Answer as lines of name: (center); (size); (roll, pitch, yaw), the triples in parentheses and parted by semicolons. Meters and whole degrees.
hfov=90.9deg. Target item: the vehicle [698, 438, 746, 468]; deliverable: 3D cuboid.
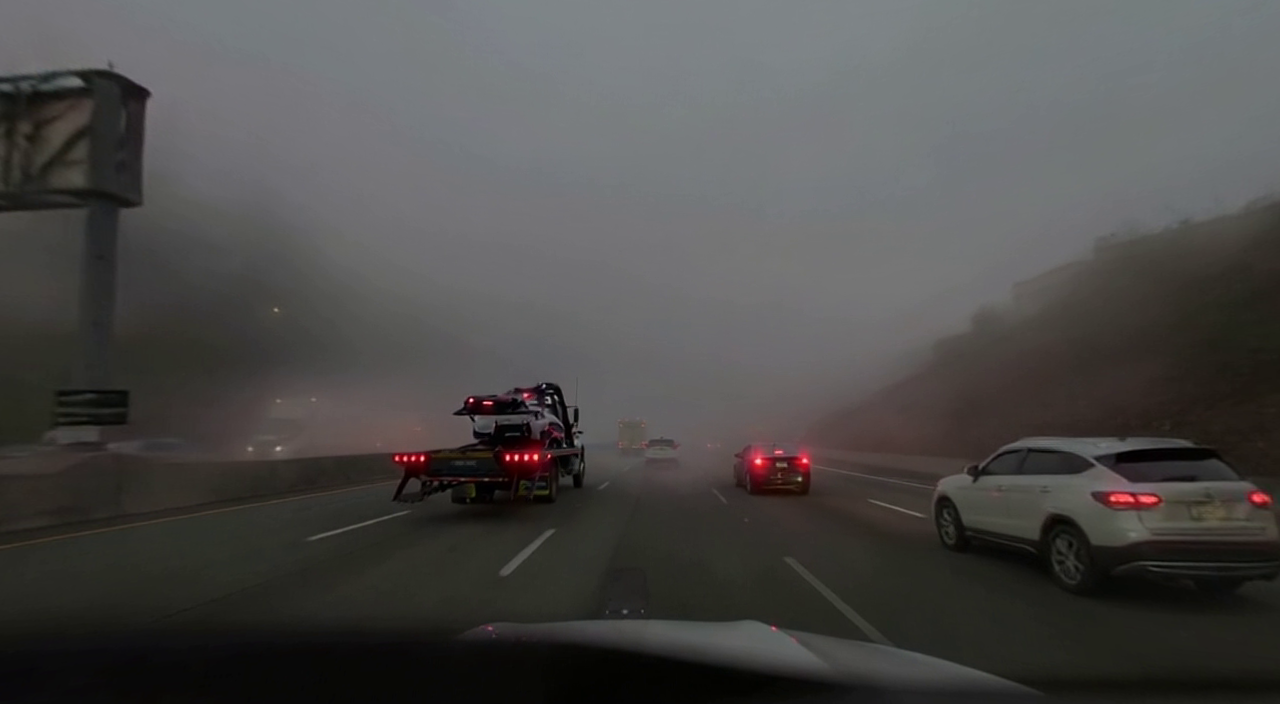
vehicle: (4.732, 5.879, 36.991); (2.075, 1.614, 4.682); (0, -8, -1)

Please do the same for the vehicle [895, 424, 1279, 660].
vehicle: (4.529, 1.528, 6.248); (2.040, 1.481, 4.260); (0, -8, -3)

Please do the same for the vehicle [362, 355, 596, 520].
vehicle: (-3.240, 2.270, 16.506); (3.162, 2.955, 10.282); (0, -8, 2)

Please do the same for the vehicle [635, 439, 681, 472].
vehicle: (0.863, 4.946, 30.367); (2.079, 1.499, 3.915); (0, -8, 1)

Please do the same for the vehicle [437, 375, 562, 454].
vehicle: (-3.257, 1.660, 15.696); (1.893, 1.674, 4.766); (0, -8, 2)

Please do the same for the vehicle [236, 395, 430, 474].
vehicle: (-16.086, 4.700, 35.268); (3.195, 3.540, 13.835); (-1, -8, 4)

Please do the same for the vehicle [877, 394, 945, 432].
vehicle: (19.750, 4.532, 46.281); (2.433, 2.488, 4.939); (1, -8, -5)

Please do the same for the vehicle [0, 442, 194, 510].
vehicle: (-13.386, 2.988, 15.709); (1.824, 1.475, 3.671); (0, -8, 0)

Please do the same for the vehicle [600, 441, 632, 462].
vehicle: (-1.760, 7.374, 46.832); (2.016, 1.450, 4.310); (0, -8, 3)
